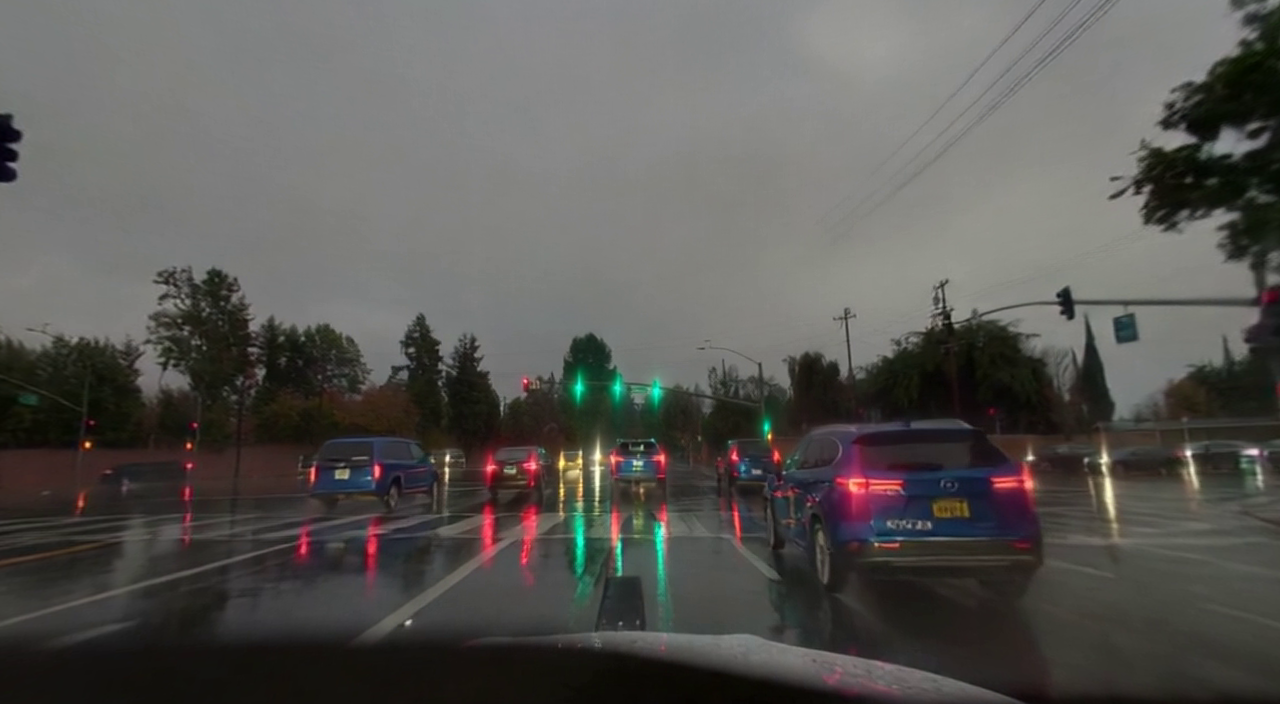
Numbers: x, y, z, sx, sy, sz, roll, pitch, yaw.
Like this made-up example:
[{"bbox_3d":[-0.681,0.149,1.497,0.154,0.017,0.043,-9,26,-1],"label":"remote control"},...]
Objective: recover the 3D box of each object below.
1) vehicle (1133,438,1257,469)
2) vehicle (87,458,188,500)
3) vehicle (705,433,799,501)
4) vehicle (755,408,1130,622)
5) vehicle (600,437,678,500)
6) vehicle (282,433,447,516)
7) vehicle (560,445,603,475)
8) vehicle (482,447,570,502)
[{"bbox_3d":[27.732,5.066,31.645,4.514,1.459,1.847,0,-9,-2],"label":"vehicle"},{"bbox_3d":[-20.615,5.127,25.868,4.450,1.491,1.974,-7,-11,36],"label":"vehicle"},{"bbox_3d":[3.227,3.443,19.258,1.999,1.789,4.583,0,-9,0],"label":"vehicle"},{"bbox_3d":[2.770,1.610,7.233,2.034,1.655,4.465,0,-9,0],"label":"vehicle"},{"bbox_3d":[-0.025,3.499,19.346,2.111,1.712,4.078,0,-9,0],"label":"vehicle"},{"bbox_3d":[-6.762,3.047,16.218,2.116,1.812,4.609,0,-9,0],"label":"vehicle"},{"bbox_3d":[-3.318,6.218,36.563,1.939,1.652,4.268,0,-9,2],"label":"vehicle"},{"bbox_3d":[-3.386,3.718,19.651,1.881,1.466,4.484,0,-9,0],"label":"vehicle"}]
